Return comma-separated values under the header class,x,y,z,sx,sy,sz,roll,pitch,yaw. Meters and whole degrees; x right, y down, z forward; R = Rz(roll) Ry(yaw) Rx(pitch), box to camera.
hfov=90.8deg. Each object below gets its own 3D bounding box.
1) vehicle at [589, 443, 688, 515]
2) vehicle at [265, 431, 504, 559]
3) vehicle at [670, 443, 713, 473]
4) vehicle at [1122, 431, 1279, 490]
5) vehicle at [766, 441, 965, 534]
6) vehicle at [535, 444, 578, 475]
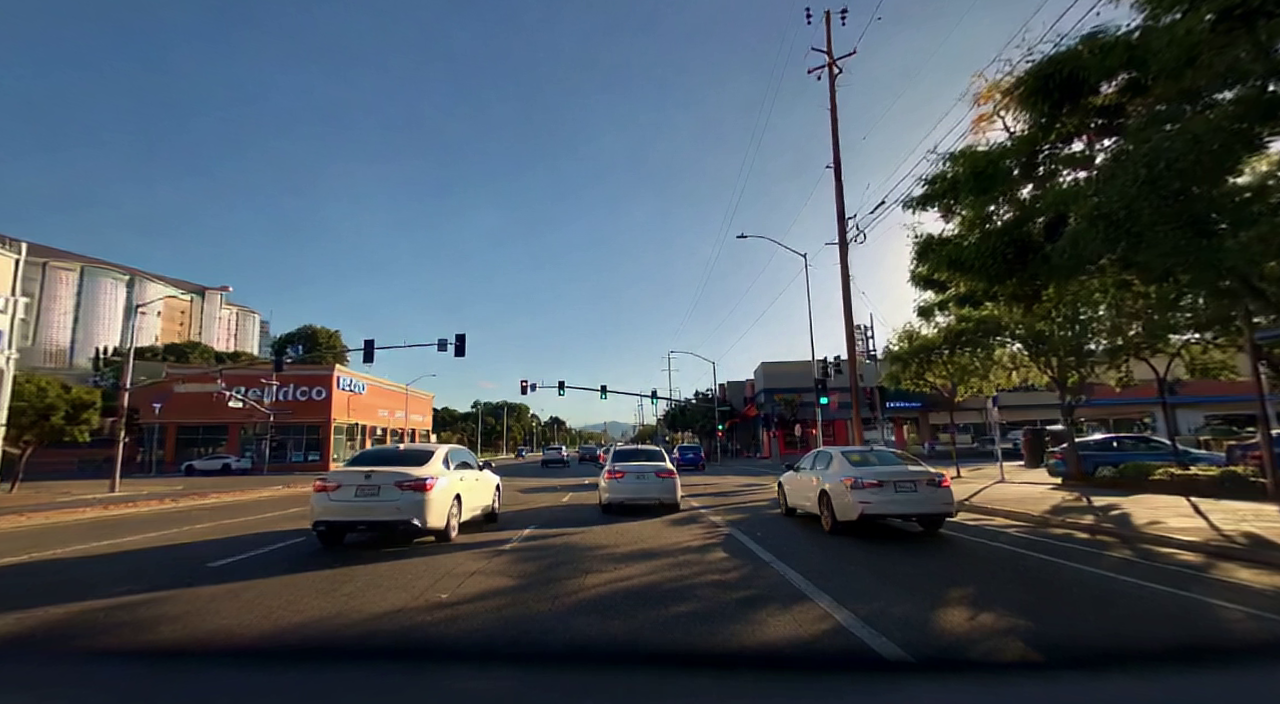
class,x,y,z,sx,sy,sz,roll,pitch,yaw
vehicle,-0.114,2.965,15.331,2.072,1.473,4.139,0,-9,-2
vehicle,-3.705,2.137,10.302,2.035,1.564,4.702,0,-9,-2
vehicle,2.968,6.213,37.188,1.986,1.660,4.006,0,-9,-2
vehicle,16.476,2.943,17.406,4.802,1.480,2.126,1,-9,-6
vehicle,4.166,2.579,12.779,2.119,1.479,4.910,0,-9,-1
vehicle,-4.632,6.004,35.531,1.932,1.606,4.157,0,-9,-1
